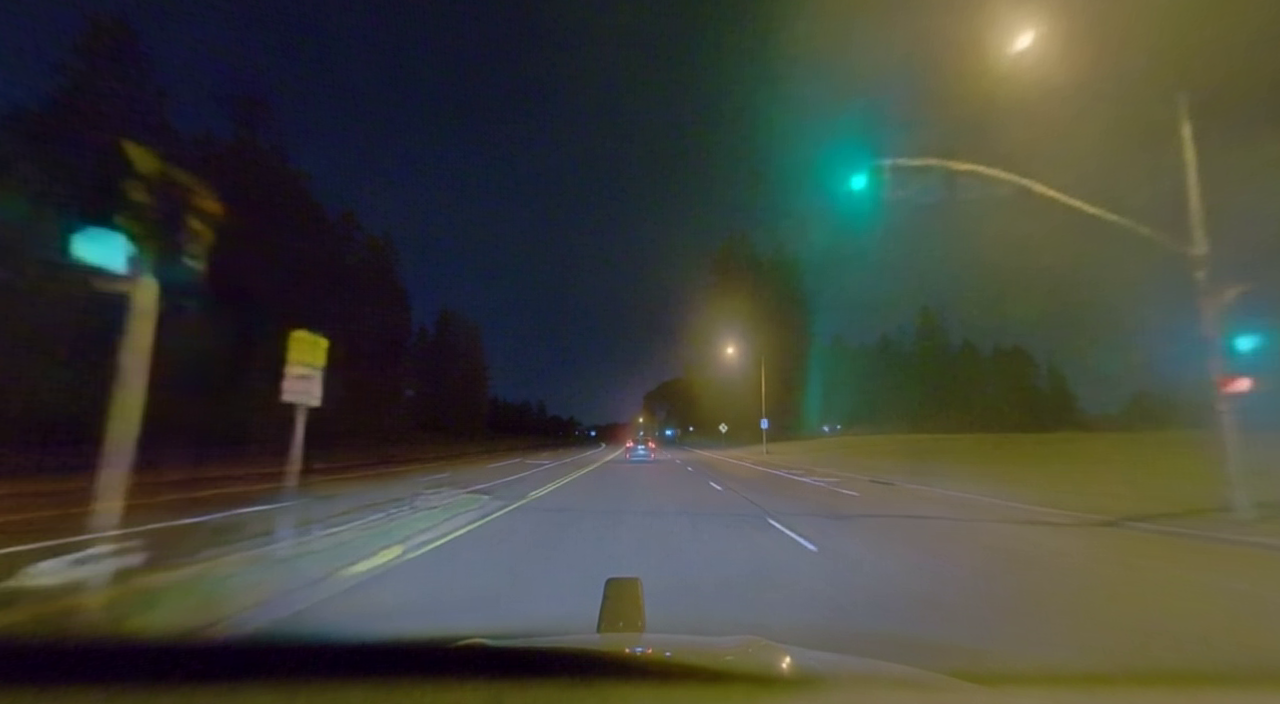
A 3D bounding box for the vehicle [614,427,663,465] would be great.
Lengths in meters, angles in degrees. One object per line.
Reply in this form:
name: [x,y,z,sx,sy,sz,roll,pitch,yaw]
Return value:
vehicle: [-0.066,4.676,31.111,2.256,1.734,4.176,0,-9,0]
